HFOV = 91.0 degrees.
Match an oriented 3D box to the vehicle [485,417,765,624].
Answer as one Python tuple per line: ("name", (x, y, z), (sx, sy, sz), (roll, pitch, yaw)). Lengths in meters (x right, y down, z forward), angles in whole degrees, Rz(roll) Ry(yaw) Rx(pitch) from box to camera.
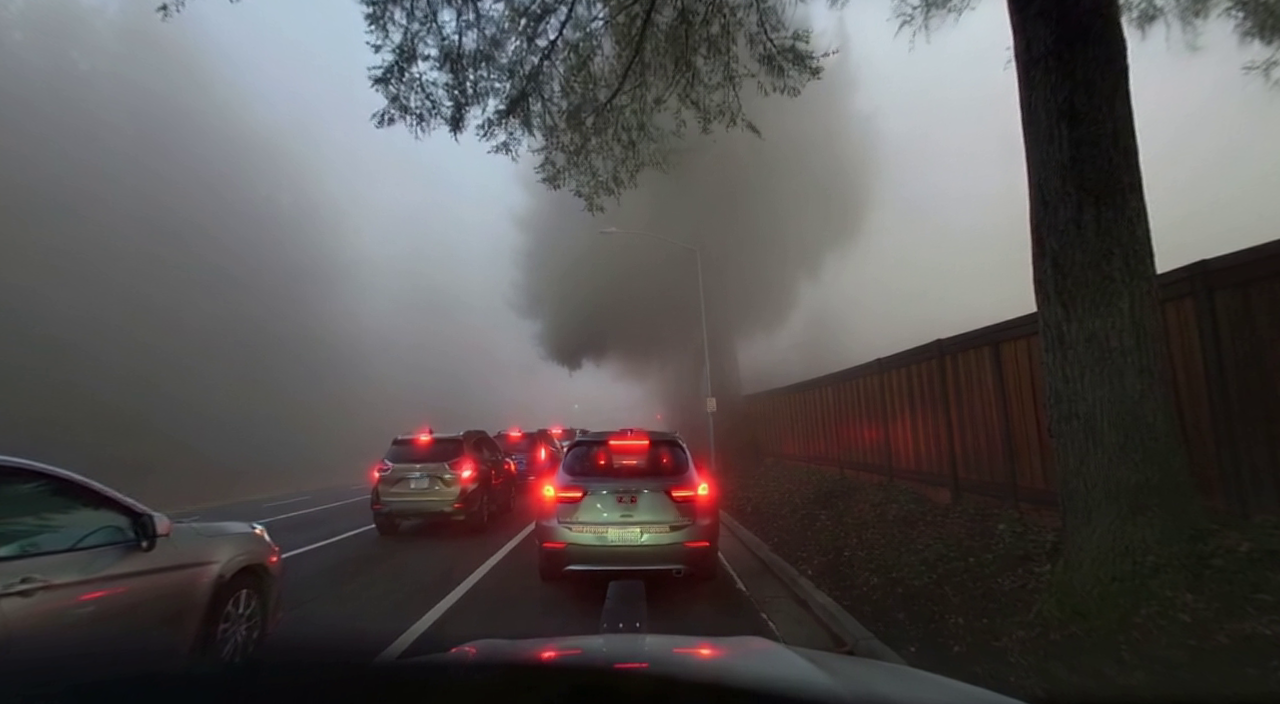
("vehicle", (-0.136, 1.490, 6.498), (1.995, 1.460, 3.865), (0, -8, -1))

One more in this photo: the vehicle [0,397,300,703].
("vehicle", (-3.157, 0.841, 1.604), (1.980, 1.520, 4.636), (0, -8, 0))

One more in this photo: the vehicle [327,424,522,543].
("vehicle", (-3.225, 2.036, 10.311), (1.850, 1.582, 3.688), (0, -8, 0))
